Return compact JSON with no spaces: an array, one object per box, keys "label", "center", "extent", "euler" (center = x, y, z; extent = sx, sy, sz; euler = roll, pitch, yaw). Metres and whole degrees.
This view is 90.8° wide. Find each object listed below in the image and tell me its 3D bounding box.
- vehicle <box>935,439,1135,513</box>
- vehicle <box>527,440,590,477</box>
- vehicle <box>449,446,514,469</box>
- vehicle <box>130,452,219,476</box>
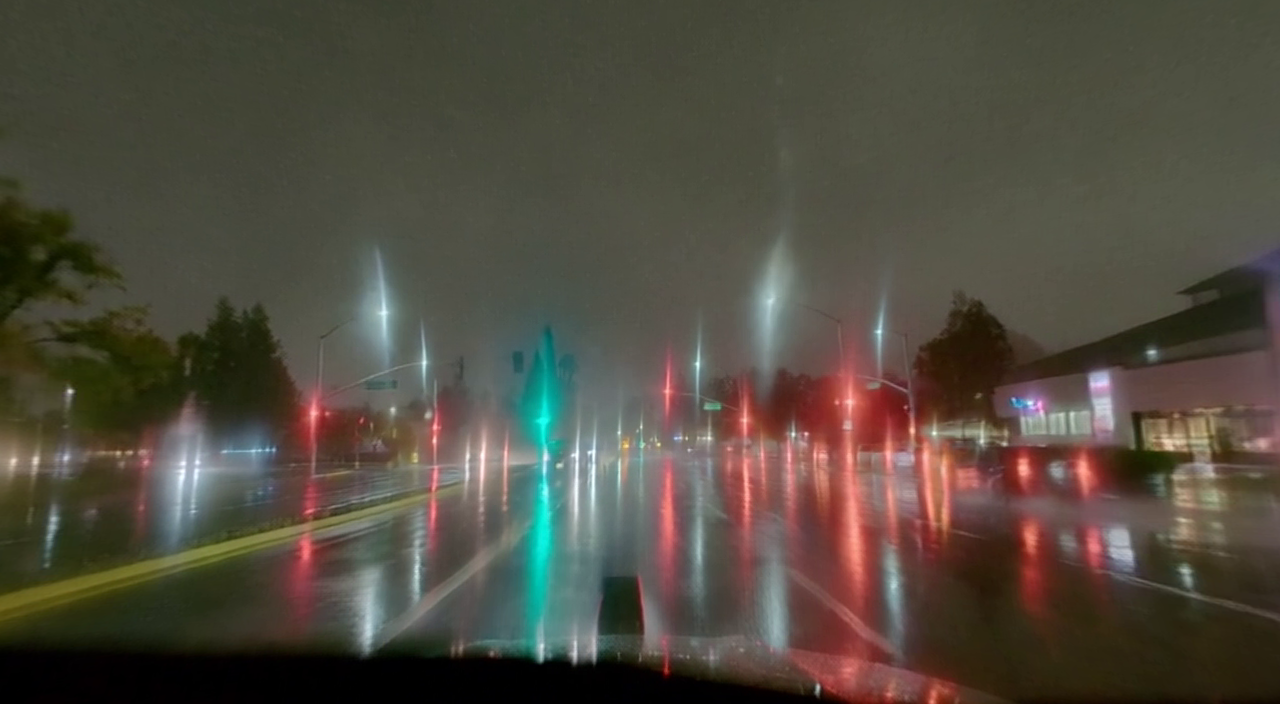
[{"label":"vehicle","center":[8.959,2.820,14.883],"extent":[1.936,1.460,4.258],"euler":[0,-8,0]},{"label":"vehicle","center":[-3.507,4.711,28.128],"extent":[2.121,1.481,4.708],"euler":[0,-8,1]},{"label":"vehicle","center":[-10.620,7.074,42.623],"extent":[1.873,1.485,4.382],"euler":[-4,-9,24]},{"label":"vehicle","center":[-32.050,7.677,43.514],"extent":[5.228,1.539,2.009],"euler":[-3,-9,16]}]
